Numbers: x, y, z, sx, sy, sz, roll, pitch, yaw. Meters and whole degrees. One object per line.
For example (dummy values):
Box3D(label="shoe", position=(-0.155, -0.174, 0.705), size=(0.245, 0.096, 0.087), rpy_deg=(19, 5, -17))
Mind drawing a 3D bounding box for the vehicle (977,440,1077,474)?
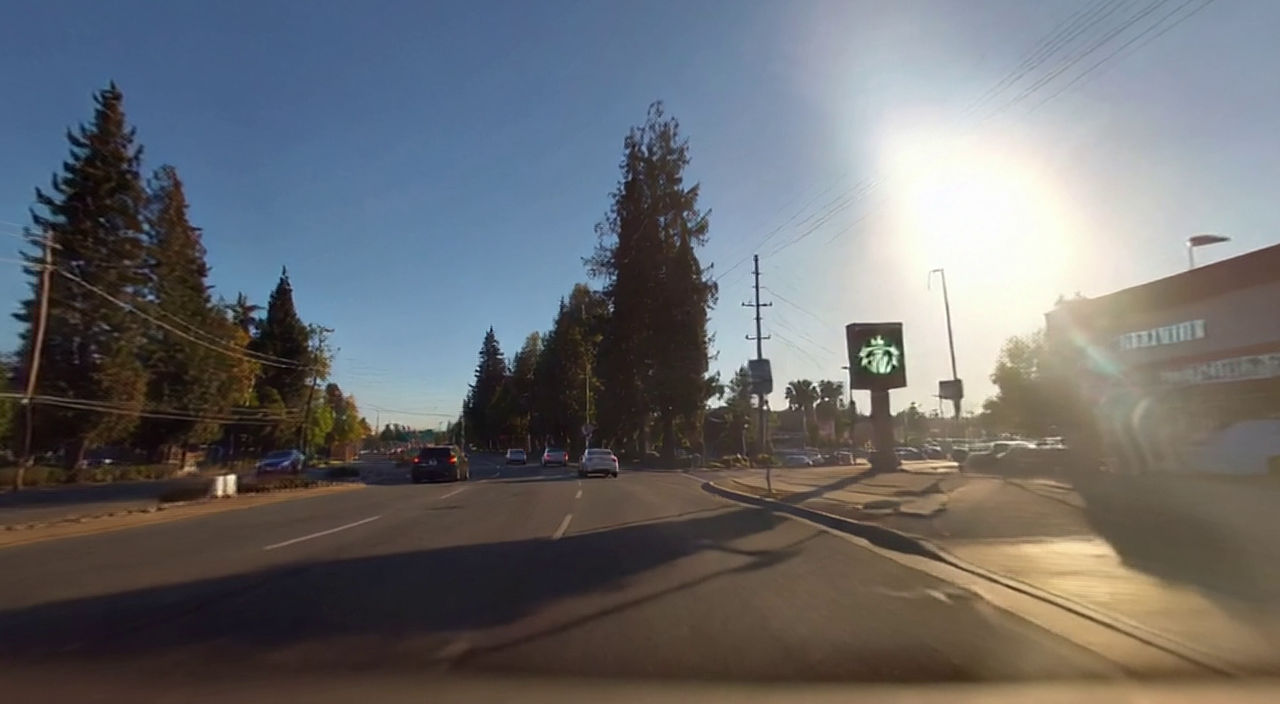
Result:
Box3D(label="vehicle", position=(18.220, 4.958, 29.965), size=(1.795, 1.485, 4.601), rpy_deg=(0, -9, 0))

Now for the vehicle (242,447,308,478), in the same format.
Box3D(label="vehicle", position=(-25.393, 7.668, 44.195), size=(2.258, 1.960, 5.783), rpy_deg=(2, -9, -12))

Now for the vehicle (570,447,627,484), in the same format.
Box3D(label="vehicle", position=(-1.911, 4.935, 27.836), size=(2.130, 1.476, 4.453), rpy_deg=(1, -9, -8))

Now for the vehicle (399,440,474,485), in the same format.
Box3D(label="vehicle", position=(-8.705, 4.734, 27.405), size=(2.195, 1.752, 4.515), rpy_deg=(1, -9, -7))

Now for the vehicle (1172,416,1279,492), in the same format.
Box3D(label="vehicle", position=(17.060, 2.681, 16.720), size=(1.863, 1.889, 4.839), rpy_deg=(-3, -10, 5))
